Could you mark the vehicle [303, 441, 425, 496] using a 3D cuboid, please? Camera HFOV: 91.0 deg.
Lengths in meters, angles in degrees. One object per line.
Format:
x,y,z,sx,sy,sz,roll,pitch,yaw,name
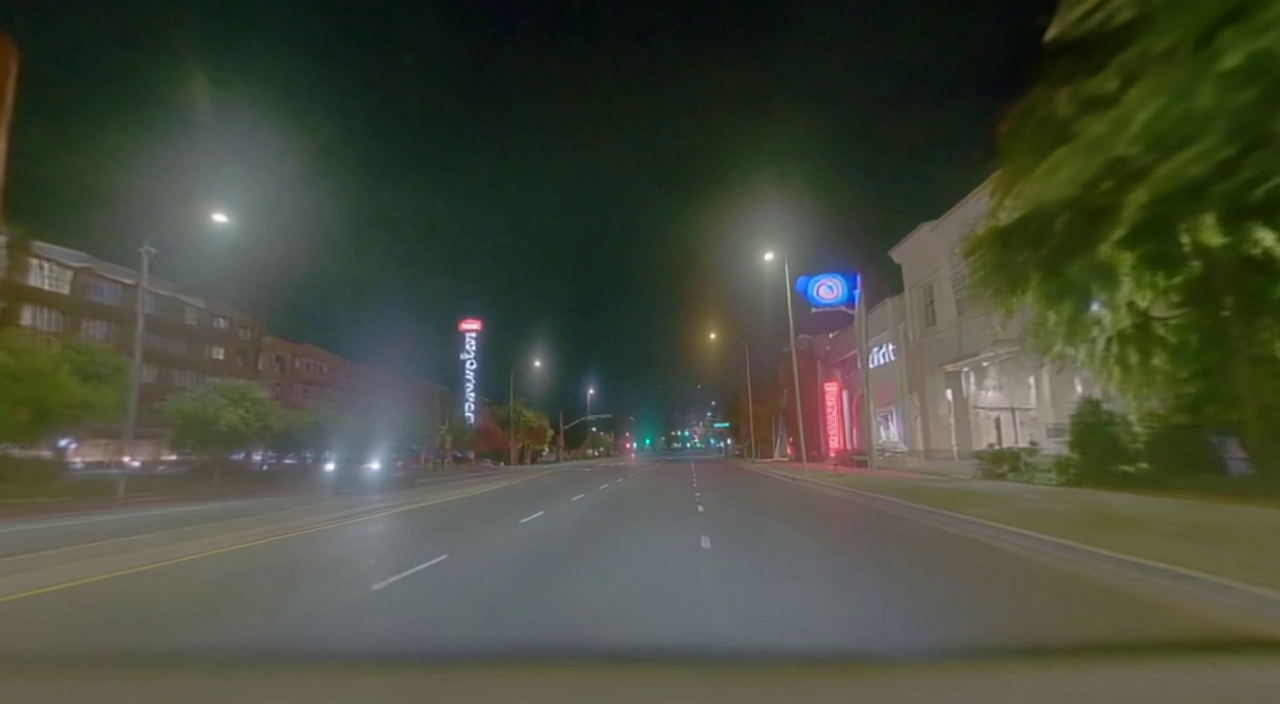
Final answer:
-9.864,4.159,22.965,2.209,1.773,4.481,0,-9,3,vehicle
